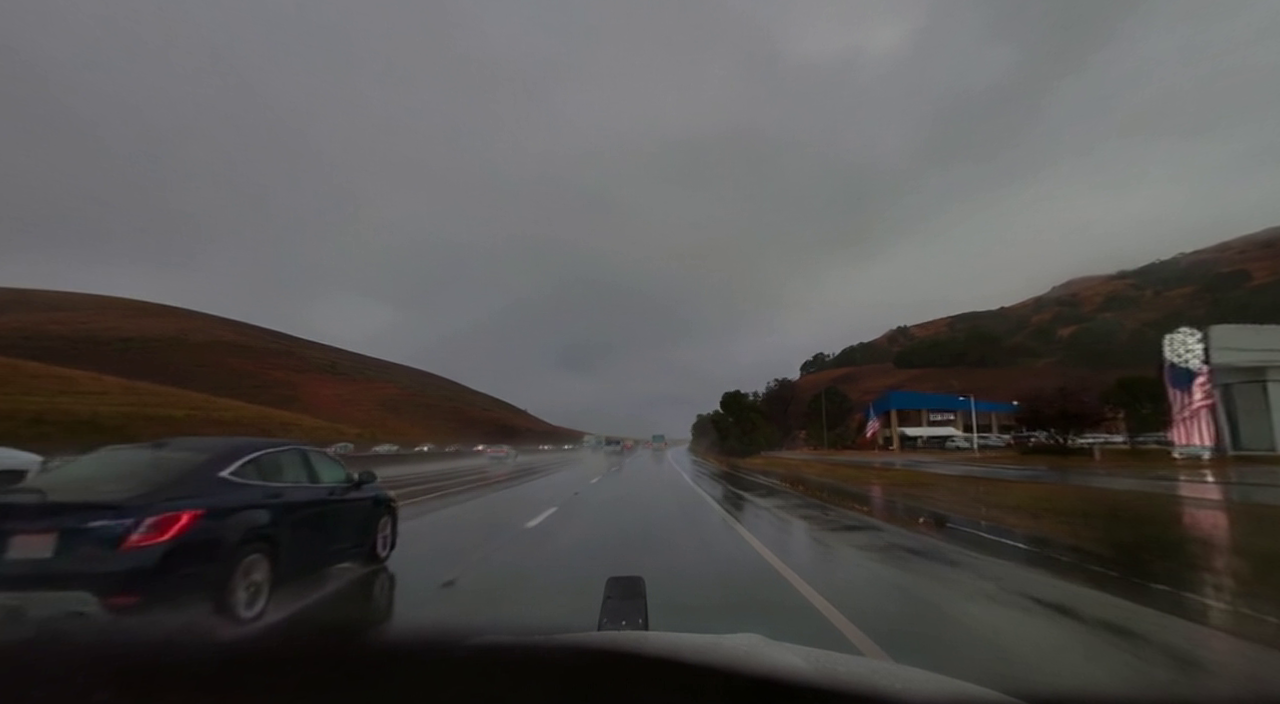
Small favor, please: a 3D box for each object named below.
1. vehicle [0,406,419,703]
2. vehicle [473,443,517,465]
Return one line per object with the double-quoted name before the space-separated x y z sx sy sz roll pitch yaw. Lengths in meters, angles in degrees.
"vehicle" -3.477 1.301 4.991 1.896 1.491 4.146 0 -8 1
"vehicle" -10.228 7.202 44.792 1.927 1.454 4.395 -1 -8 3
